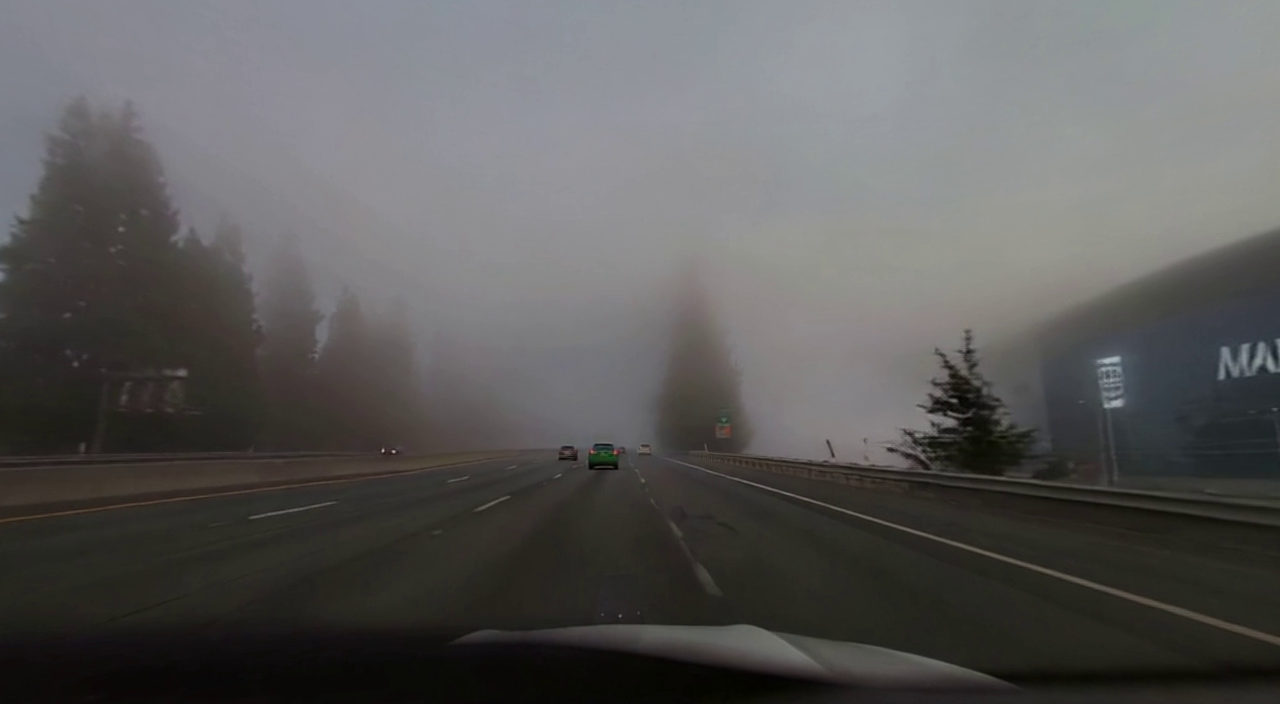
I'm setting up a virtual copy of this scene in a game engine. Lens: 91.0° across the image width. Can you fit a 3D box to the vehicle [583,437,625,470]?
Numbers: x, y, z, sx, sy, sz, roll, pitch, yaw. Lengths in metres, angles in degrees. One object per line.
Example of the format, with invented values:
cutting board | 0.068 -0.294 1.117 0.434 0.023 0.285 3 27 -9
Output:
vehicle | -2.100 6.082 37.872 2.302 1.810 4.707 0 -8 -1
